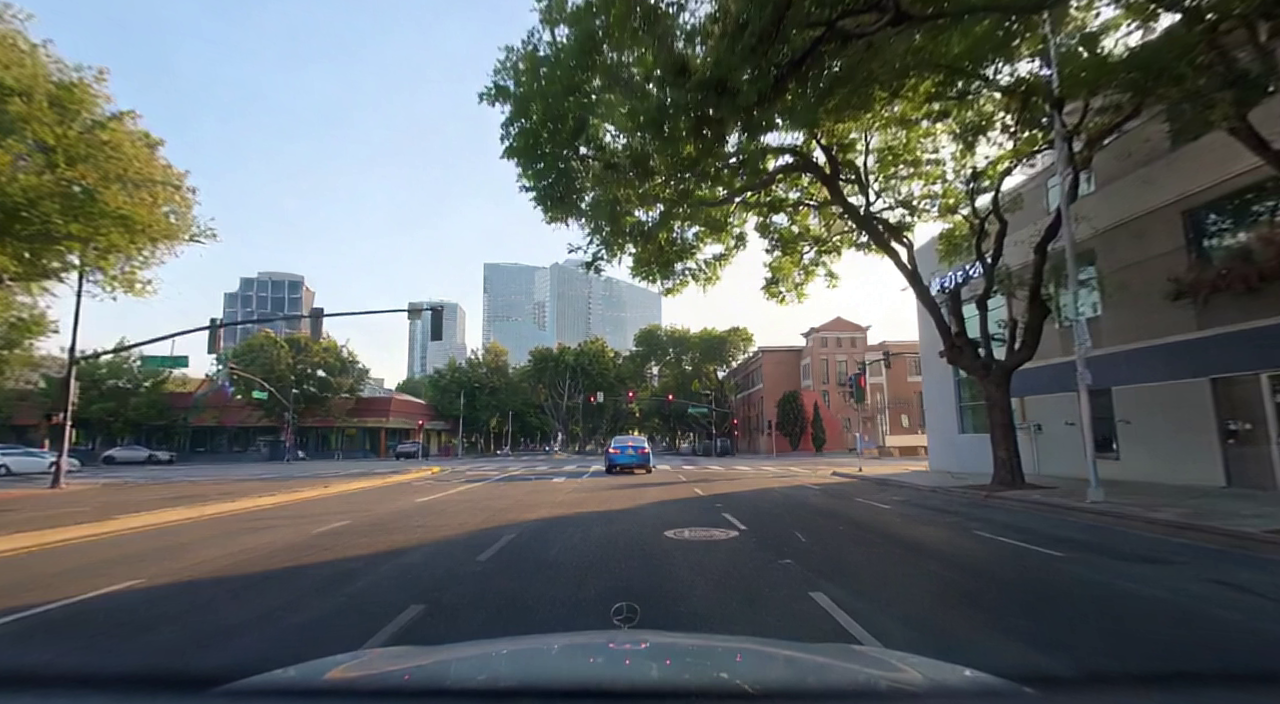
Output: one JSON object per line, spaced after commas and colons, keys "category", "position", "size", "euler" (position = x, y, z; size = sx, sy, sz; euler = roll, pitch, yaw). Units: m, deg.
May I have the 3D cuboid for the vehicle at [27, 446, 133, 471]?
{"category": "vehicle", "position": [-36.989, 7.034, 41.841], "size": [4.891, 1.591, 2.067], "euler": [0, -9, -2]}

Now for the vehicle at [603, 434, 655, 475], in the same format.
{"category": "vehicle", "position": [-0.482, 4.422, 27.340], "size": [2.066, 1.618, 3.922], "euler": [0, -9, -1]}
